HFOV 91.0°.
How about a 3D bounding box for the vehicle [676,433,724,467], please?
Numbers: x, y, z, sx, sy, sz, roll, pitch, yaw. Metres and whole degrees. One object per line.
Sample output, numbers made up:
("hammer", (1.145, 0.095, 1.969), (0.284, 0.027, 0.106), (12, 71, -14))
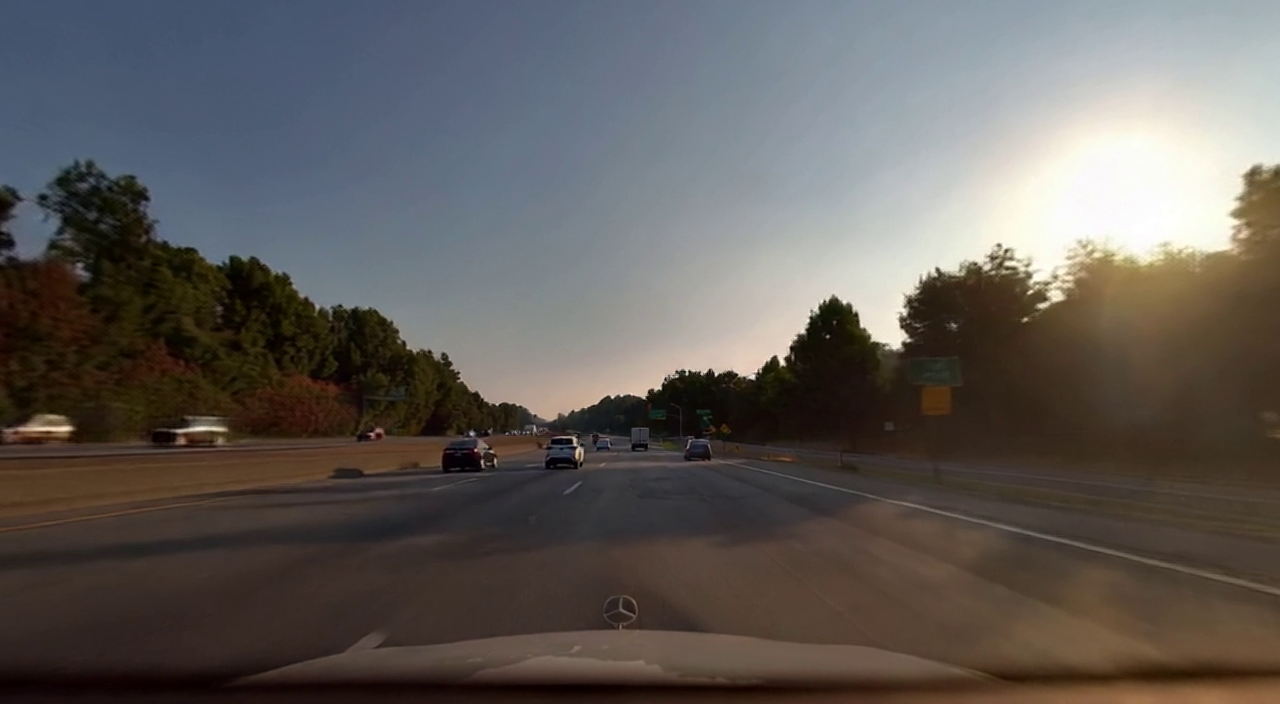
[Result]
("vehicle", (3.179, 5.318, 34.224), (2.053, 1.698, 4.097), (0, -9, -2))

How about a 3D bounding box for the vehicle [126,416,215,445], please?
("vehicle", (-27.773, 4.714, 37.421), (1.887, 1.573, 4.308), (0, -9, 2))

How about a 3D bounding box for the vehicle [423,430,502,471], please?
("vehicle", (-8.082, 4.548, 29.155), (2.237, 1.703, 4.681), (0, -9, 0))

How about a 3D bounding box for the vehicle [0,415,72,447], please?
("vehicle", (-35.168, 4.410, 34.855), (2.145, 1.679, 5.544), (0, -9, 2))

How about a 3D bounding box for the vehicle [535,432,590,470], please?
("vehicle", (-3.595, 4.710, 29.986), (2.002, 1.680, 4.301), (0, -9, 0))
